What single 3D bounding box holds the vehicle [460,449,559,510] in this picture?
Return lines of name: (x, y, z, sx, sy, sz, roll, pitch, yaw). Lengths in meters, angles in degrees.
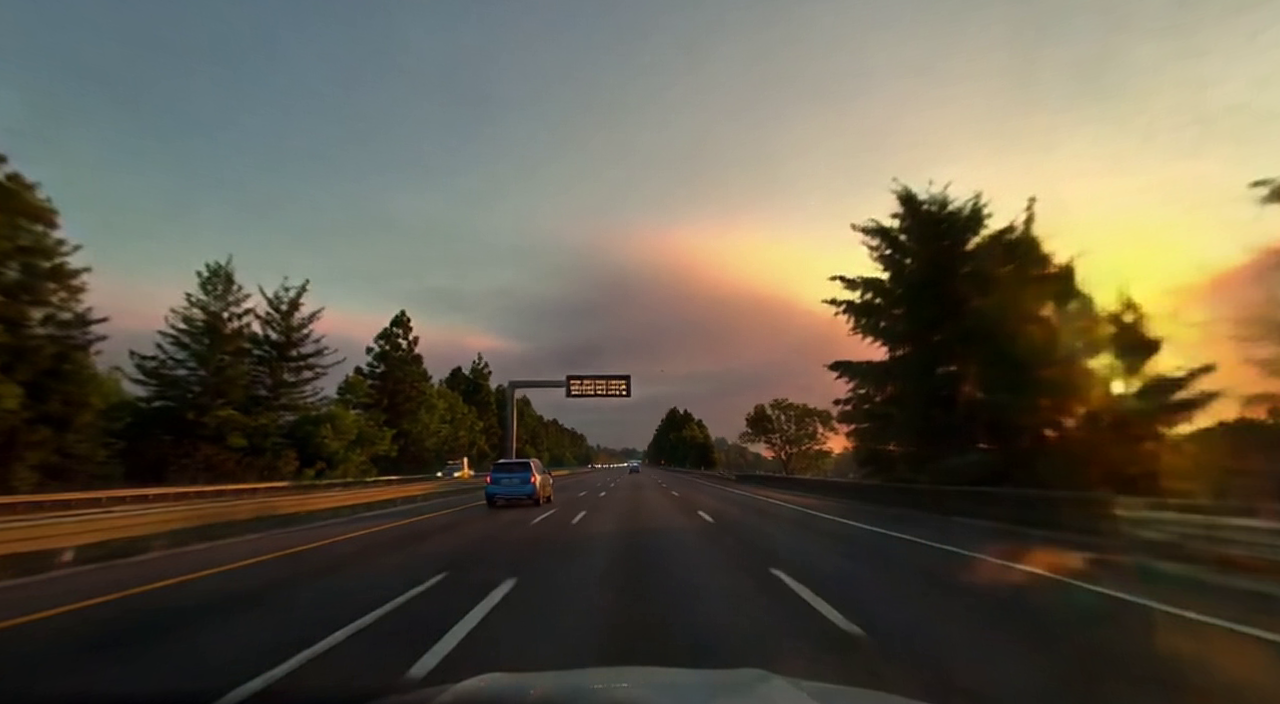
vehicle: (-3.785, 3.826, 19.103, 2.081, 1.586, 4.245, 1, -10, 0)
